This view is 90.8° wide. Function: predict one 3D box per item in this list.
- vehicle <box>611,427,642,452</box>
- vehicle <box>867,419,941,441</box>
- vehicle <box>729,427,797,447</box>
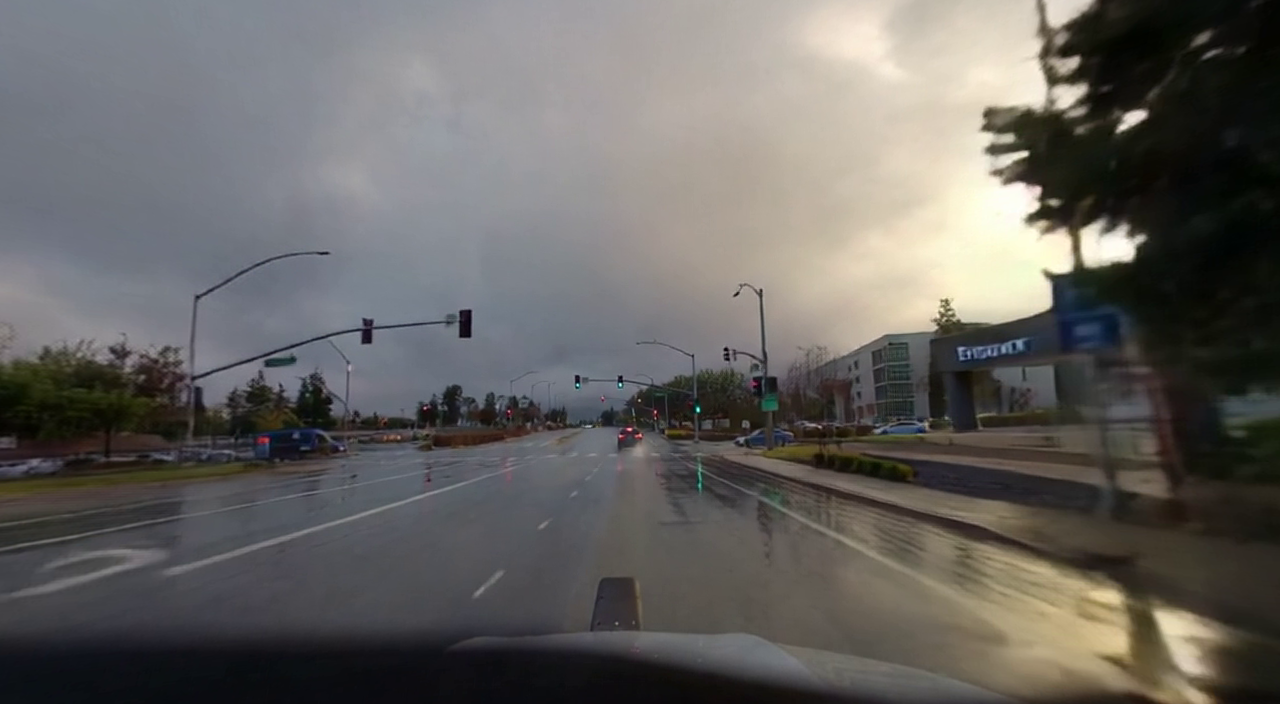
[{"bbox_3d":[-0.926,6.088,43.979,2.024,1.628,4.774,0,-8,-1],"label":"vehicle"},{"bbox_3d":[20.200,6.021,48.496,4.710,1.588,2.053,0,-8,-2],"label":"vehicle"},{"bbox_3d":[9.370,6.519,48.367,4.794,1.511,1.992,1,-8,-3],"label":"vehicle"}]
